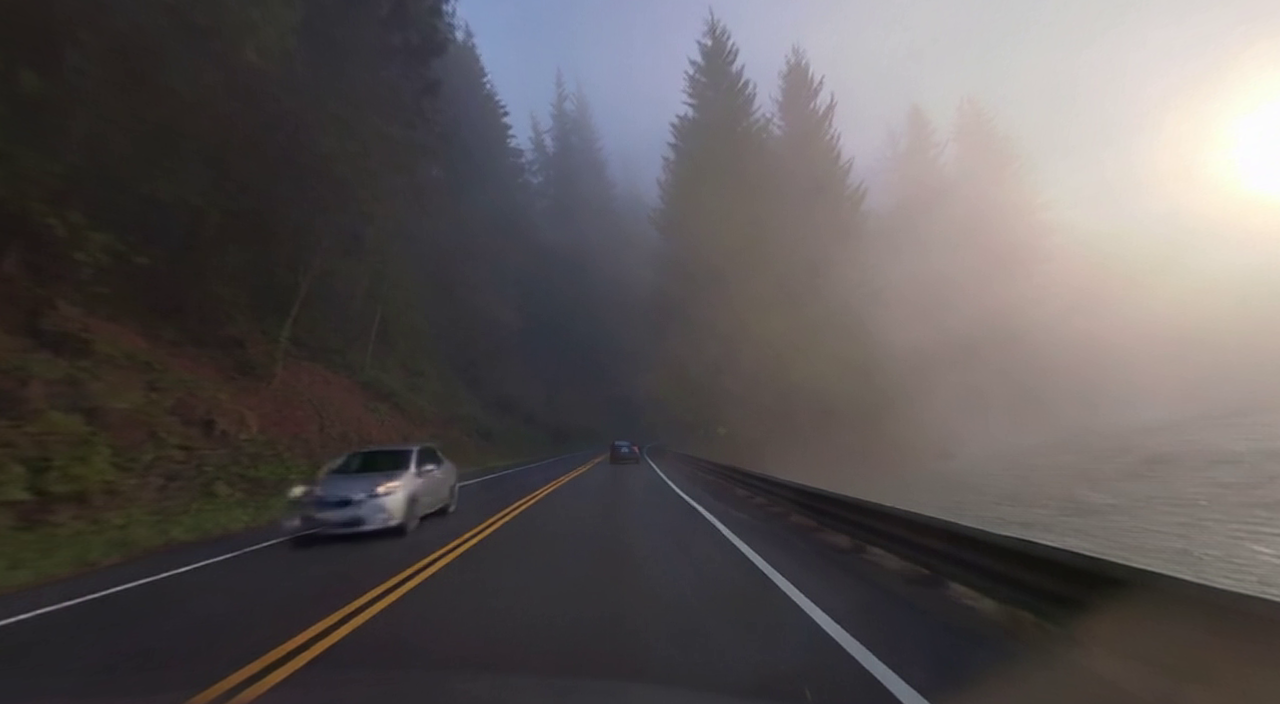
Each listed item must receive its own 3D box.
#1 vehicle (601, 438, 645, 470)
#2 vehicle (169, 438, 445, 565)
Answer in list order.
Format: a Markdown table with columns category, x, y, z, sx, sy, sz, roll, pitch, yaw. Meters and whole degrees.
| category | x | y | z | sx | sy | sz | roll | pitch | yaw |
| --- | --- | --- | --- | --- | --- | --- | --- | --- | --- |
| vehicle | -0.892 | 5.206 | 32.457 | 2.120 | 1.491 | 4.349 | -1 | -9 | -2 |
| vehicle | -4.963 | 2.249 | 10.286 | 2.200 | 1.588 | 4.150 | -1 | -9 | 1 |
